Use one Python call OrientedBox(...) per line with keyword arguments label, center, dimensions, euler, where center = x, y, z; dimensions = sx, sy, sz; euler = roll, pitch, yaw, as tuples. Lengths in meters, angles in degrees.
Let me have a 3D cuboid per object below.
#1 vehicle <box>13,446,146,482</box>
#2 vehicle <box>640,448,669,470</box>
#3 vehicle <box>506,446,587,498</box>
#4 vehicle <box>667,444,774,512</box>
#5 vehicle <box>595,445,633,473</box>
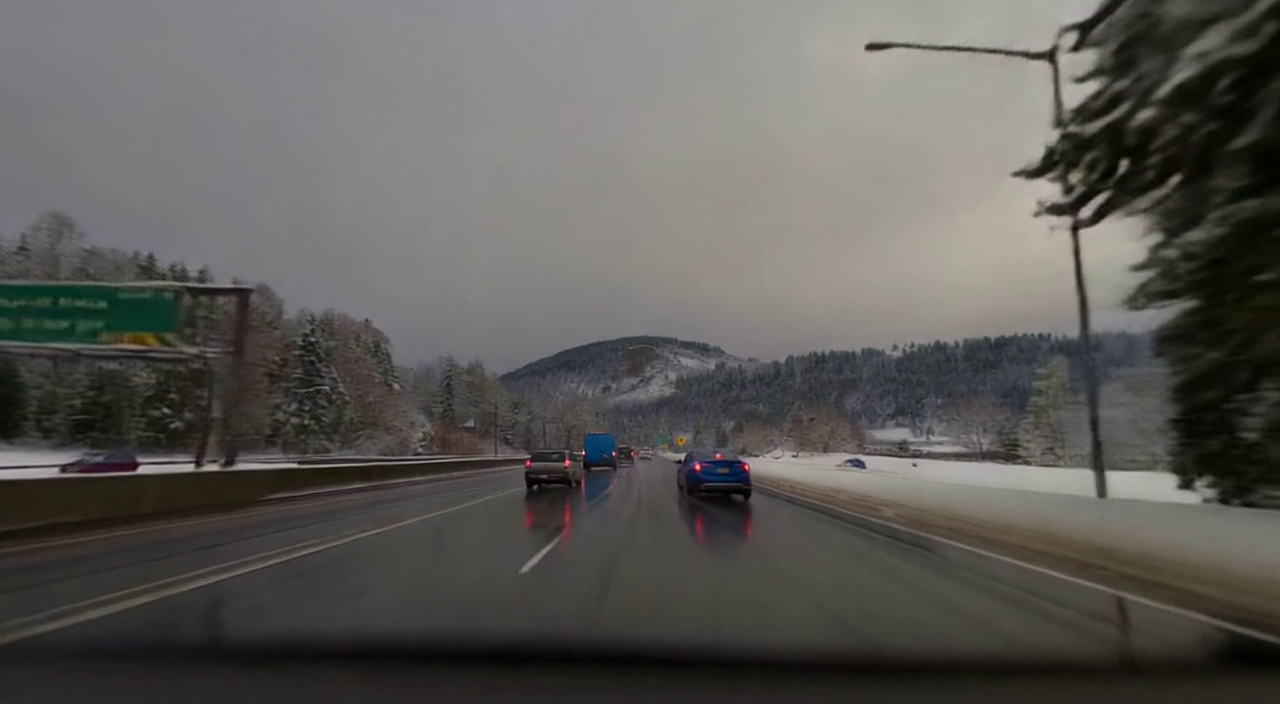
OrientedBox(label="vehicle", center=(-34.050, 6.797, 38.663), dimensions=(2.295, 2.002, 6.355), euler=(0, -8, 0))
OrientedBox(label="vehicle", center=(1.062, 7.985, 47.139), dimensions=(2.054, 1.504, 3.890), euler=(0, -8, 0))
OrientedBox(label="vehicle", center=(-2.958, 3.902, 20.974), dimensions=(1.990, 1.501, 4.250), euler=(0, -8, 1))
OrientedBox(label="vehicle", center=(1.886, 3.129, 16.268), dimensions=(2.050, 1.491, 4.362), euler=(0, -8, -2))
OrientedBox(label="vehicle", center=(-1.655, 6.660, 39.470), dimensions=(2.270, 1.660, 4.101), euler=(0, -8, -3))
